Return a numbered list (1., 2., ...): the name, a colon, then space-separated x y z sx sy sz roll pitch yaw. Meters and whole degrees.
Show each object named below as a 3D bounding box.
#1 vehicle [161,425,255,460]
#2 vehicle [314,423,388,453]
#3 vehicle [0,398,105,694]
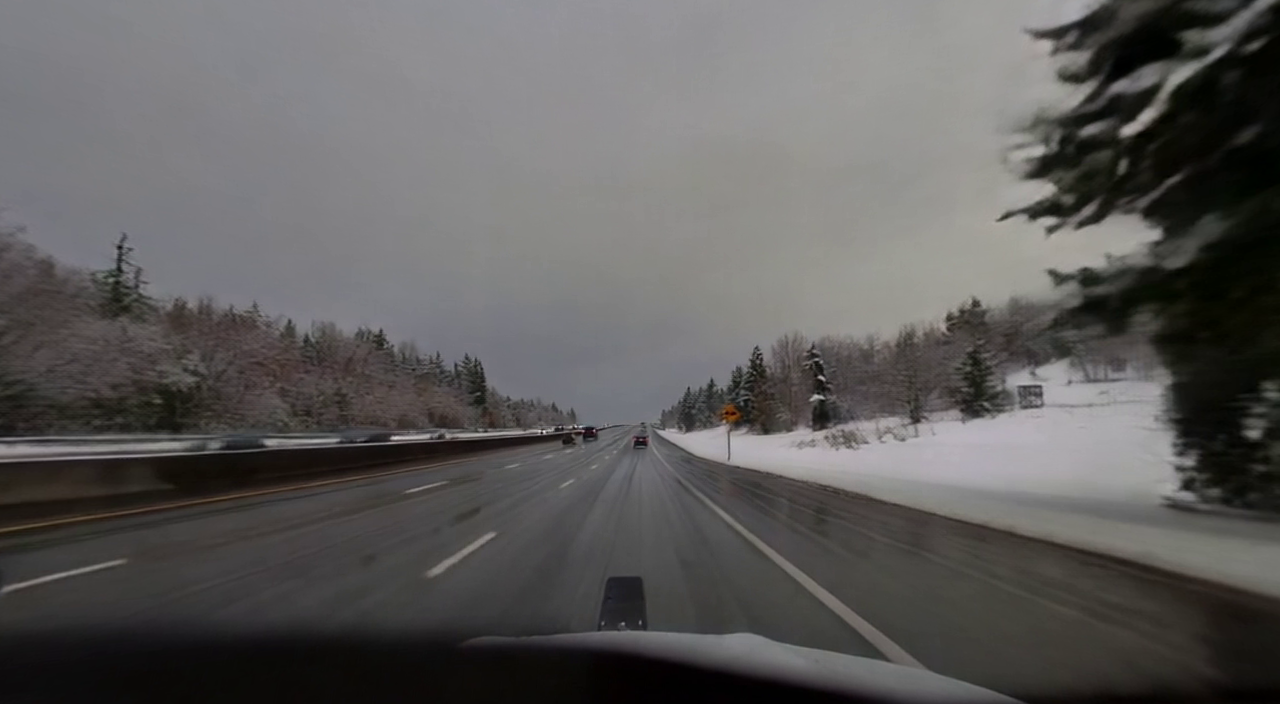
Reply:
1. vehicle: -21.330 4.510 31.347 1.805 1.584 3.935 0 -8 0
2. vehicle: -17.483 5.261 38.444 2.195 1.737 4.738 0 -8 0
3. vehicle: -4.451 0.762 1.549 2.071 1.556 4.729 0 -8 1
